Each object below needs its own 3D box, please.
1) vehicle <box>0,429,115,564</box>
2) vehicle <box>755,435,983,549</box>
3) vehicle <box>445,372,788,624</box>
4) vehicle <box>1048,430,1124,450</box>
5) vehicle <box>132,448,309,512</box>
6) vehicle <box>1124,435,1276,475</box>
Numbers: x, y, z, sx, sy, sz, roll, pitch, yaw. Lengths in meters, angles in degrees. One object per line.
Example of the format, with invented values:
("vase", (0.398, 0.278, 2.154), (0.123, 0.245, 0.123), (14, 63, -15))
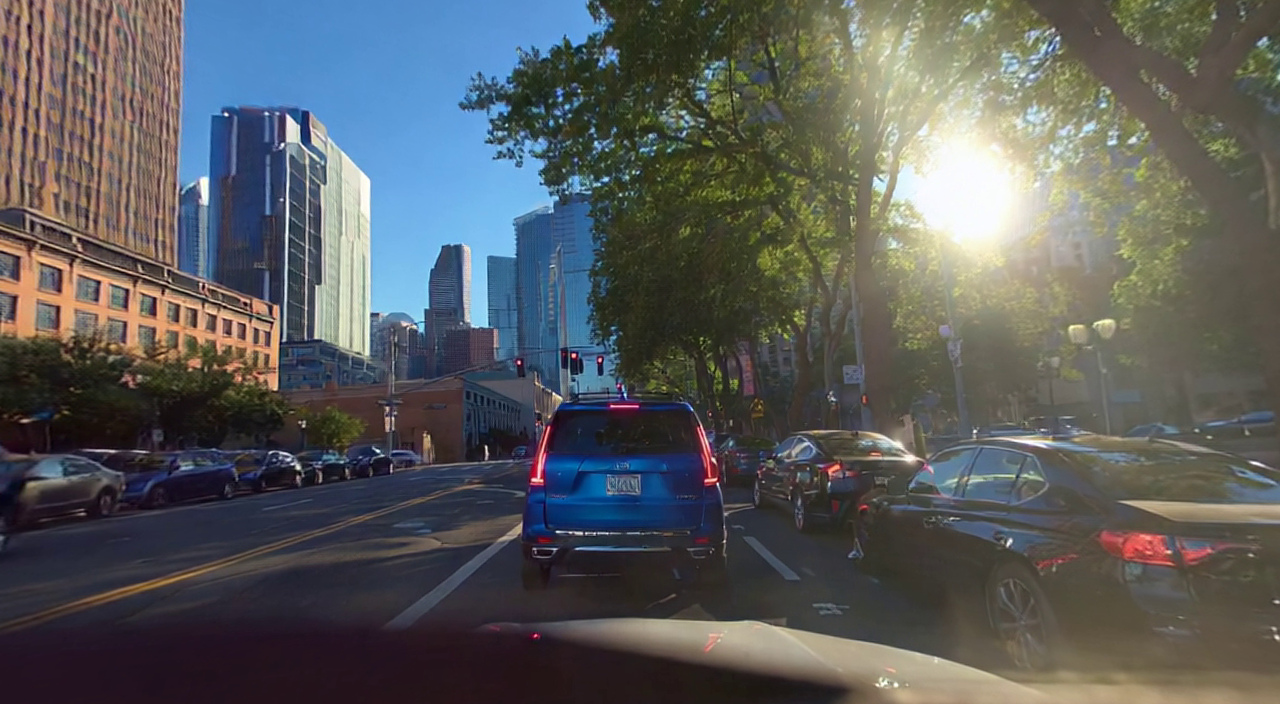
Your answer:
("vehicle", (-9.282, 1.789, 7.594), (2.054, 1.722, 4.292), (0, -8, 1))
("vehicle", (3.289, 2.086, 10.074), (2.056, 1.422, 4.130), (0, -8, -1))
("vehicle", (-0.159, 1.363, 6.757), (2.453, 1.816, 4.300), (0, -8, 0))
("vehicle", (35.506, 7.040, 49.946), (5.224, 1.515, 2.164), (3, -9, -18))
("vehicle", (-12.461, 3.782, 19.160), (2.207, 1.648, 4.675), (0, -8, -1))
("vehicle", (22.104, 4.060, 24.998), (4.055, 1.469, 1.848), (-4, -9, 26))
